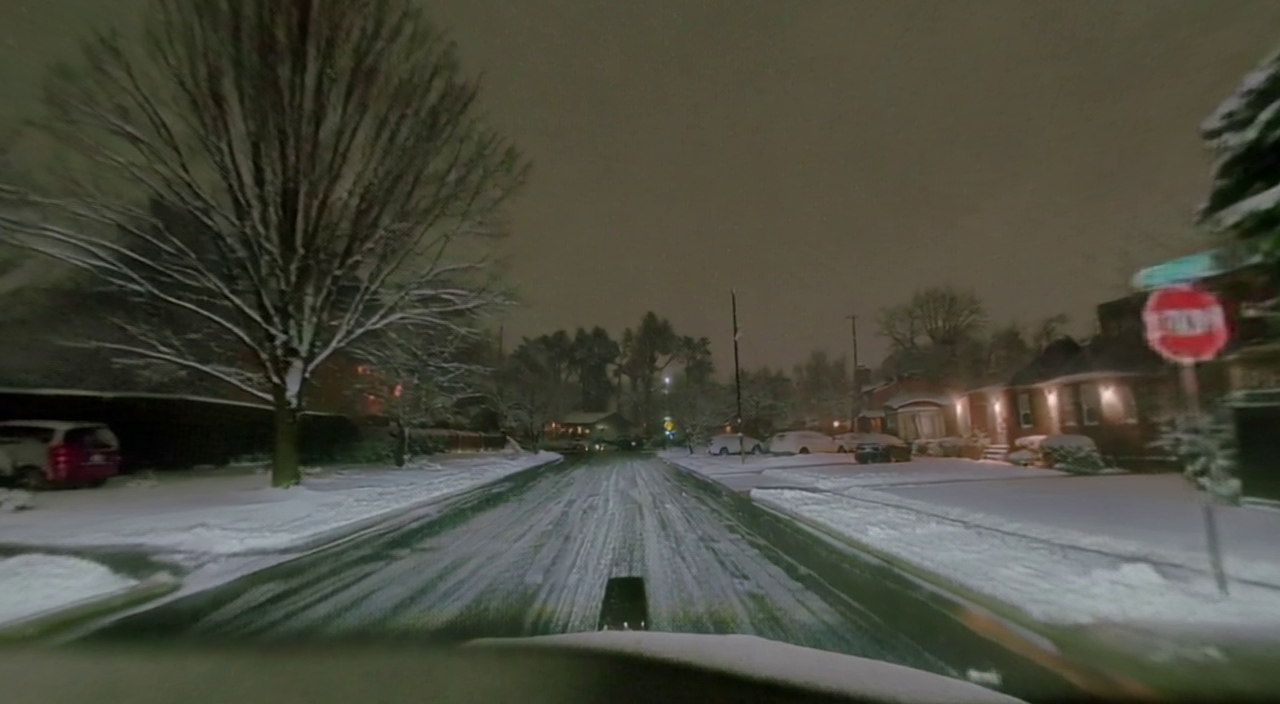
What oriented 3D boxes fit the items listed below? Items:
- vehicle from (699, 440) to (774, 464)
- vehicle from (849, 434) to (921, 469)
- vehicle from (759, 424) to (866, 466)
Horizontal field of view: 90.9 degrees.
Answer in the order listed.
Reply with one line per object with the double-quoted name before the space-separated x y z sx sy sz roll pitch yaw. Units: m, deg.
"vehicle" 5.816 6.080 38.315 4.229 1.402 1.811 0 -8 0
"vehicle" 11.546 4.619 29.501 2.004 1.511 4.494 -6 -10 35
"vehicle" 9.650 5.203 35.576 5.239 1.933 2.131 -4 -6 -3
